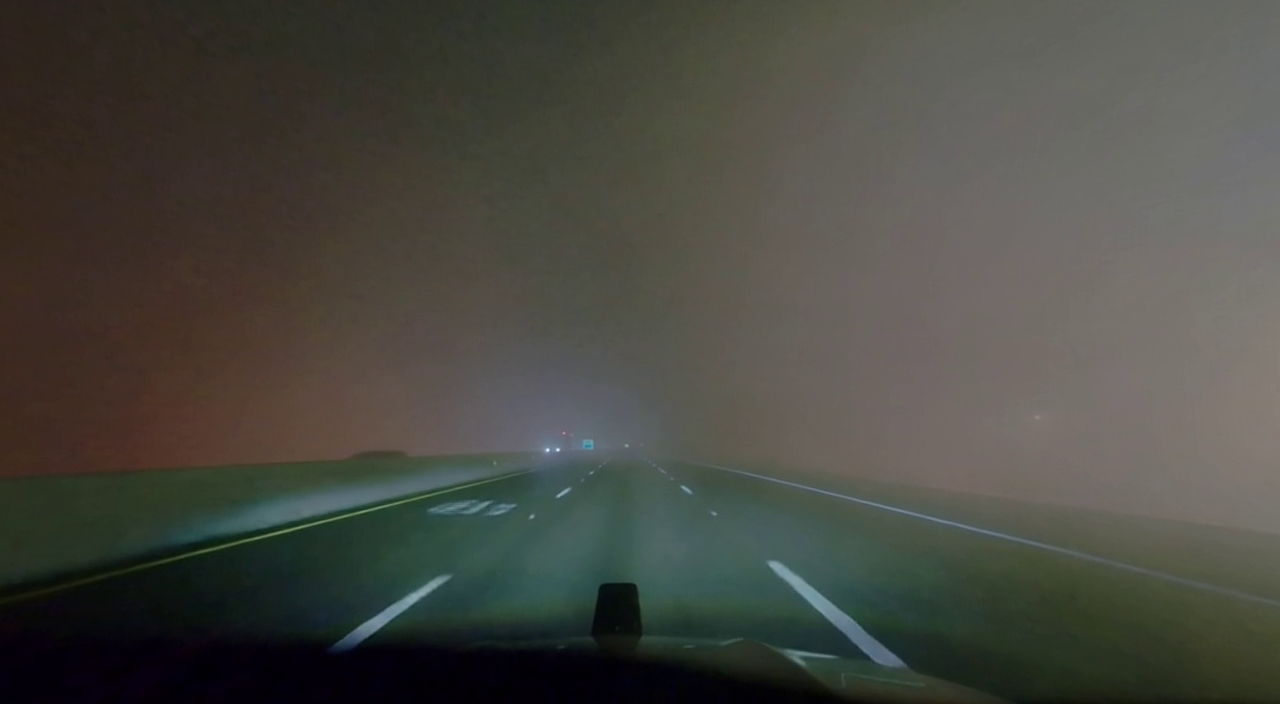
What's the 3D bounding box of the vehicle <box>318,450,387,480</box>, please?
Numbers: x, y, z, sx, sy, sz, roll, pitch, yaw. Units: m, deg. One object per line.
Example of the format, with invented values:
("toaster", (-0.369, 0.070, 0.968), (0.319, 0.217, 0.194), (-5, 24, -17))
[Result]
("vehicle", (-16.826, 6.591, 36.913), (1.922, 1.631, 4.565), (0, -9, -1))
